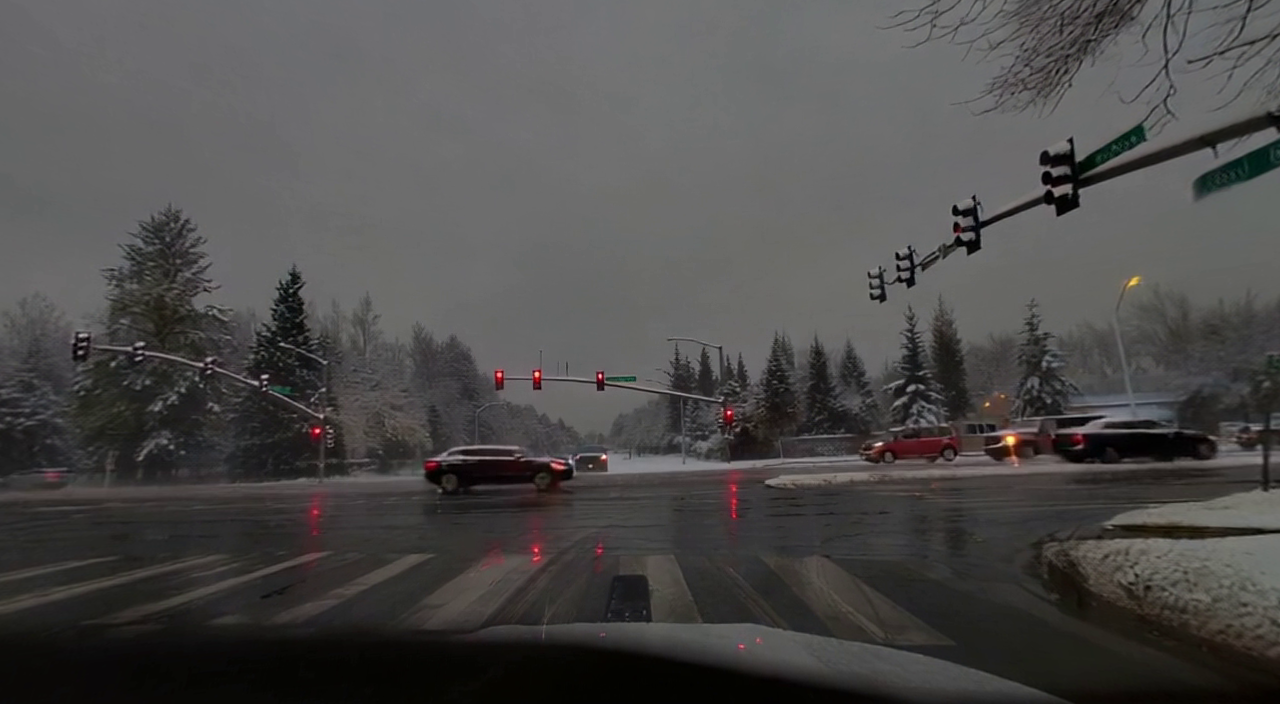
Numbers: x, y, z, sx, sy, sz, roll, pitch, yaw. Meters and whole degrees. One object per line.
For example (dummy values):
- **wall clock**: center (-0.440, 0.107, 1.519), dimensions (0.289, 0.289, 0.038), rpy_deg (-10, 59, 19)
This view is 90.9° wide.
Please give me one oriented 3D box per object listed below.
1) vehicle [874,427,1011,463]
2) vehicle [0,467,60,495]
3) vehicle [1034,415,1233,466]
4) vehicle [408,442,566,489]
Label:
- **vehicle**: center (12.915, 4.021, 27.201), dimensions (4.906, 1.485, 1.857), rpy_deg (-1, -9, 6)
- **vehicle**: center (-39.508, 8.083, 39.629), dimensions (4.397, 1.582, 1.820), rpy_deg (-1, -9, 6)
- **vehicle**: center (14.989, 2.743, 19.384), dimensions (4.360, 1.460, 1.834), rpy_deg (-1, -9, 7)
- **vehicle**: center (-4.948, 3.703, 20.727), dimensions (4.650, 1.448, 1.892), rpy_deg (-1, -9, 7)
